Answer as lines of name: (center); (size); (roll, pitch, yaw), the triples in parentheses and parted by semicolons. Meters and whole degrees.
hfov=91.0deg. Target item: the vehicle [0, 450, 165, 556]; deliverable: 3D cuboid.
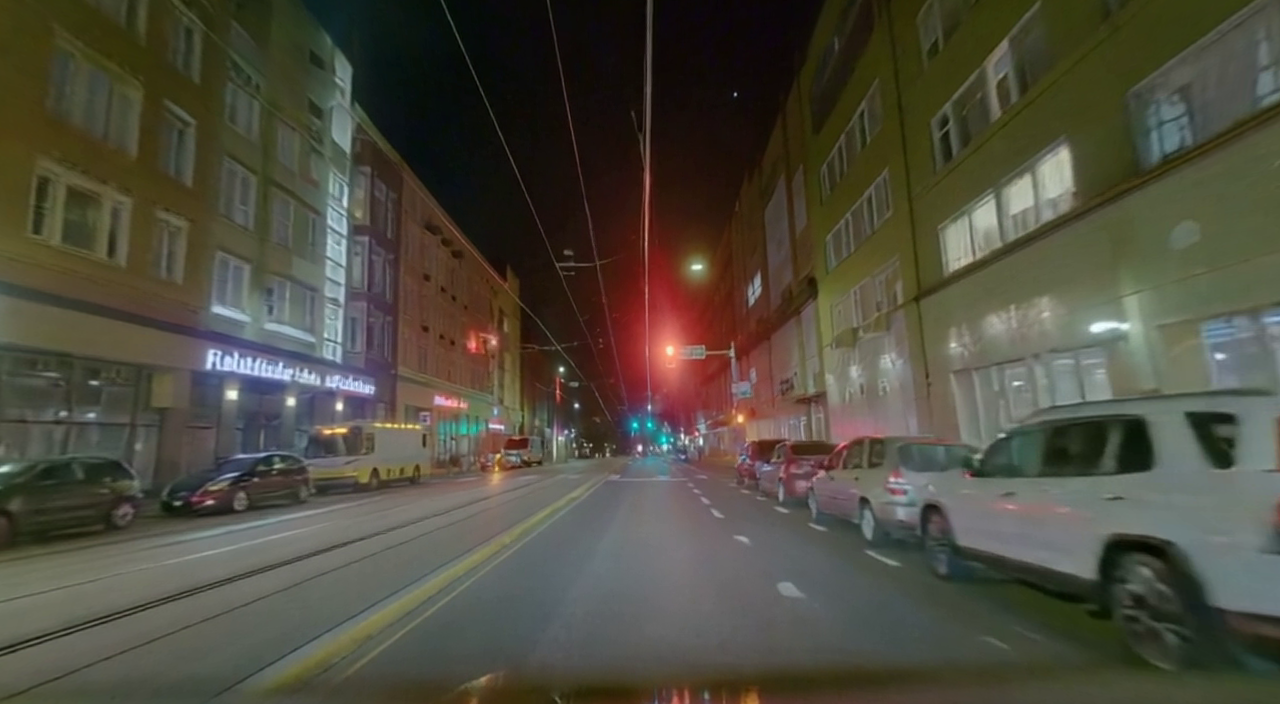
vehicle: (-10.245, 2.385, 10.298); (1.841, 1.488, 3.852); (0, -8, 2)

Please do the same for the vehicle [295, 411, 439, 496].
vehicle: (-9.975, 3.822, 23.901); (2.291, 2.745, 6.492); (-1, -9, 2)

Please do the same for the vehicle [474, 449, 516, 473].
vehicle: (-9.567, 7.226, 41.928); (1.897, 1.464, 4.209); (0, -8, -2)

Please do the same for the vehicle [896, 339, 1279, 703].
vehicle: (3.708, 1.032, 4.238); (1.927, 1.713, 4.807); (0, -8, 0)

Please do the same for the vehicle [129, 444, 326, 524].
vehicle: (-9.964, 3.151, 15.720); (1.837, 1.668, 4.354); (-1, -8, 2)
